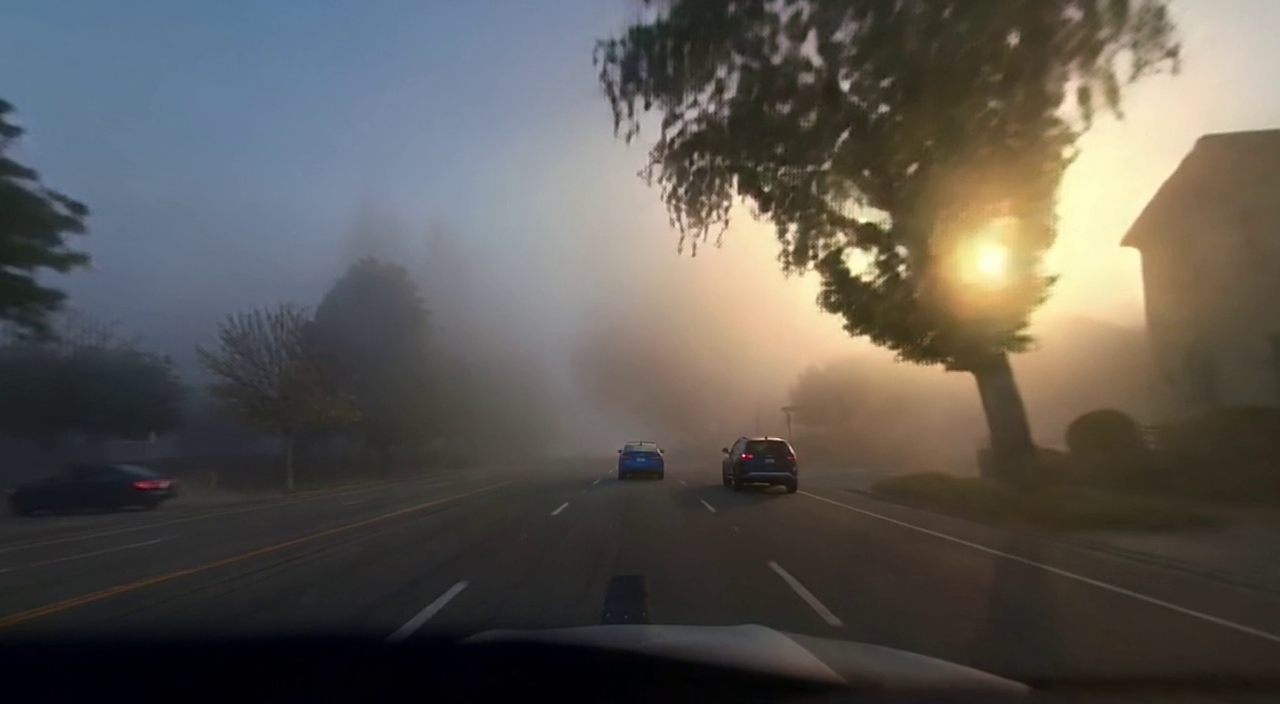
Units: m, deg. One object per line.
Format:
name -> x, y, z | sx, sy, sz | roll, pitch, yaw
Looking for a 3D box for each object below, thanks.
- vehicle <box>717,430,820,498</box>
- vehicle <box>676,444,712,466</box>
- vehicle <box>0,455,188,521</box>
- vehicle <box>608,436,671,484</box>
vehicle -> 3.562, 3.204, 18.401 | 2.024, 1.711, 4.512 | 0, -8, 0
vehicle -> 3.640, 7.016, 43.099 | 2.099, 1.463, 4.130 | 0, -8, -1
vehicle -> -15.710, 3.817, 17.864 | 4.296, 1.611, 1.942 | -2, -9, 0
vehicle -> -0.014, 4.083, 24.190 | 2.200, 1.653, 4.127 | 0, -8, 0
